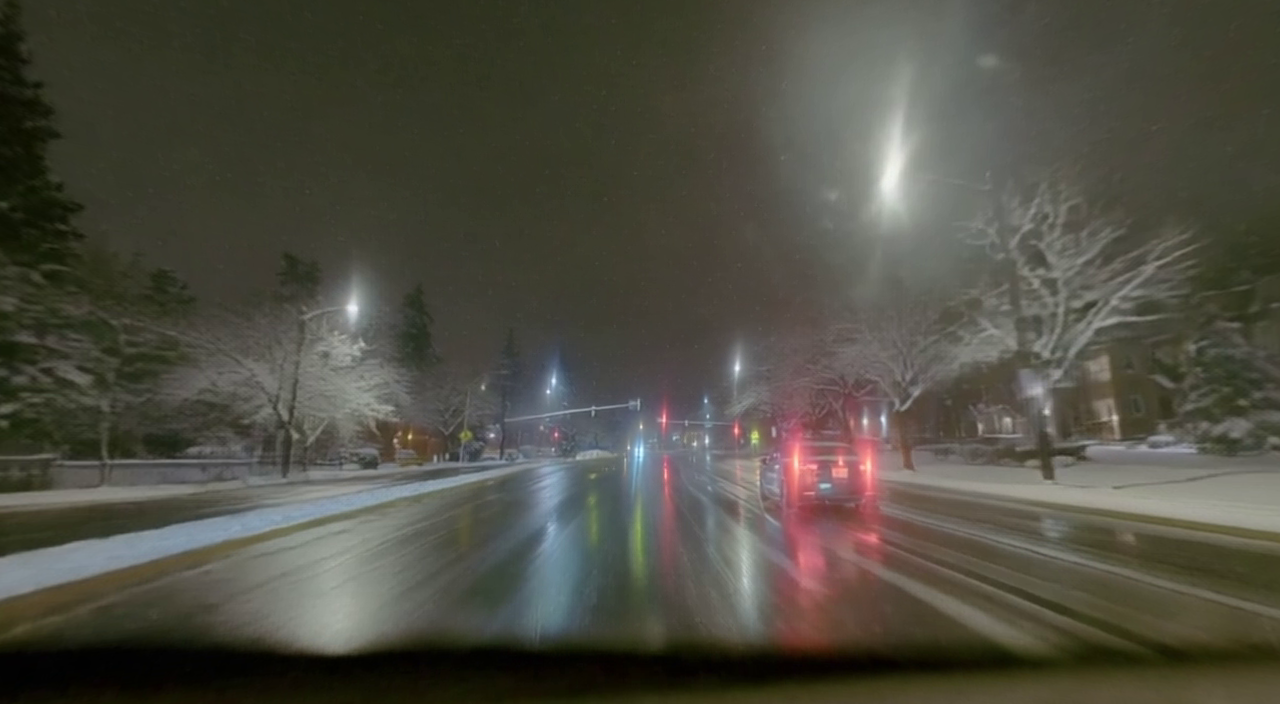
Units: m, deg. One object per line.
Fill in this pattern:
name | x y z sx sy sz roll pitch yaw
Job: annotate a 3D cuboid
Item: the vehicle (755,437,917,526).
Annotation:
vehicle | 3.613 2.451 12.516 1.852 1.453 4.083 0 -9 -1
